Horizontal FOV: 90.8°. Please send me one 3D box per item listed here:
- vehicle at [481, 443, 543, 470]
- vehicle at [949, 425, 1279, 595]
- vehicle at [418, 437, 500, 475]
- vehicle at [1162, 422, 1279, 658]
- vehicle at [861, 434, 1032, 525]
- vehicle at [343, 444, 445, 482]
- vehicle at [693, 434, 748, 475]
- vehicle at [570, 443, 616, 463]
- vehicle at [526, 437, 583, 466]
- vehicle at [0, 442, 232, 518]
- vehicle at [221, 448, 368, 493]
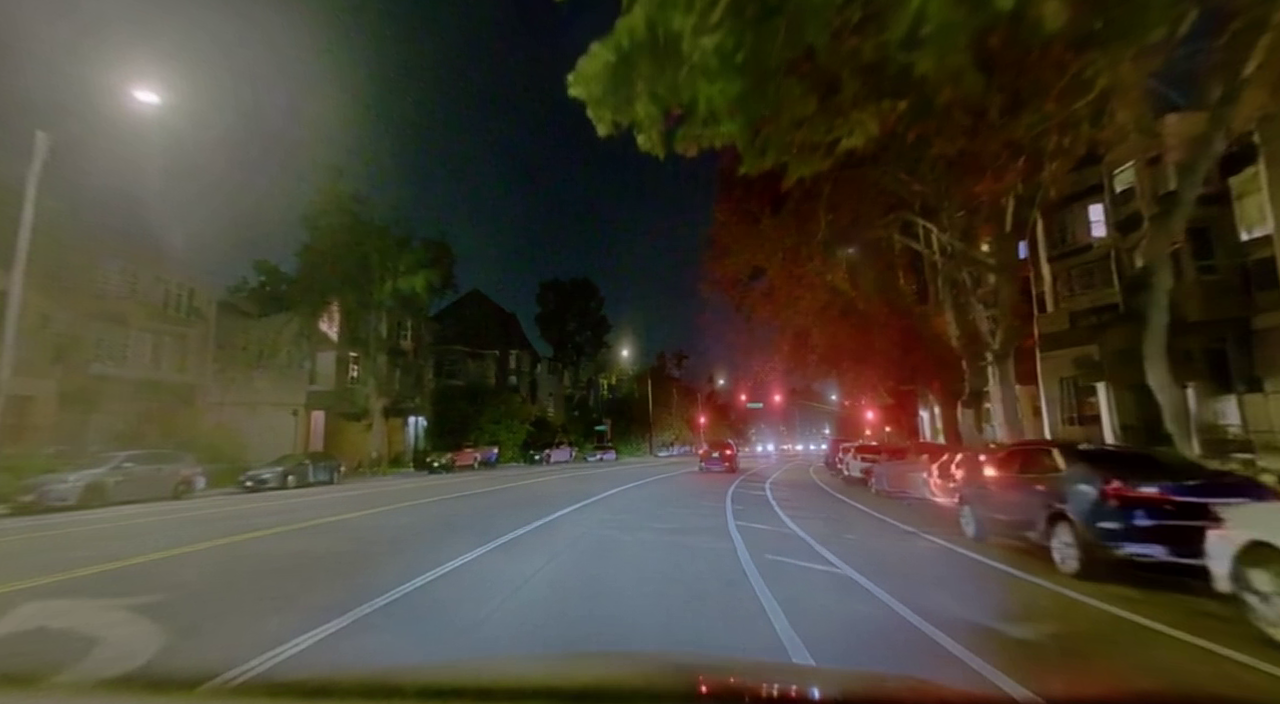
[{"bbox_3d":[-7.660,6.259,38.135,1.809,1.469,4.485,-2,-9,15],"label":"vehicle"},{"bbox_3d":[5.717,1.760,7.920,1.850,1.557,3.992,0,-8,4],"label":"vehicle"},{"bbox_3d":[-9.180,5.301,32.525,1.977,1.761,4.990,-2,-8,10],"label":"vehicle"},{"bbox_3d":[4.896,0.994,2.602,1.741,1.494,4.587,0,-8,3],"label":"vehicle"},{"bbox_3d":[5.959,2.478,12.857,1.841,1.545,3.813,-1,-8,5],"label":"vehicle"},{"bbox_3d":[-10.524,4.749,27.415,1.880,1.450,4.627,-2,-9,11],"label":"vehicle"},{"bbox_3d":[3.657,4.508,28.032,1.852,1.680,4.488,-2,-9,14],"label":"vehicle"},{"bbox_3d":[-3.643,7.872,49.442,1.782,1.472,4.744,-3,-9,20],"label":"vehicle"},{"bbox_3d":[-5.847,6.868,43.755,2.115,1.853,4.745,-3,-9,17],"label":"vehicle"},{"bbox_3d":[-12.313,2.909,15.082,1.918,1.508,4.353,-1,-8,6],"label":"vehicle"},{"bbox_3d":[-11.549,3.973,21.591,1.893,1.310,4.719,-1,-8,9],"label":"vehicle"}]
